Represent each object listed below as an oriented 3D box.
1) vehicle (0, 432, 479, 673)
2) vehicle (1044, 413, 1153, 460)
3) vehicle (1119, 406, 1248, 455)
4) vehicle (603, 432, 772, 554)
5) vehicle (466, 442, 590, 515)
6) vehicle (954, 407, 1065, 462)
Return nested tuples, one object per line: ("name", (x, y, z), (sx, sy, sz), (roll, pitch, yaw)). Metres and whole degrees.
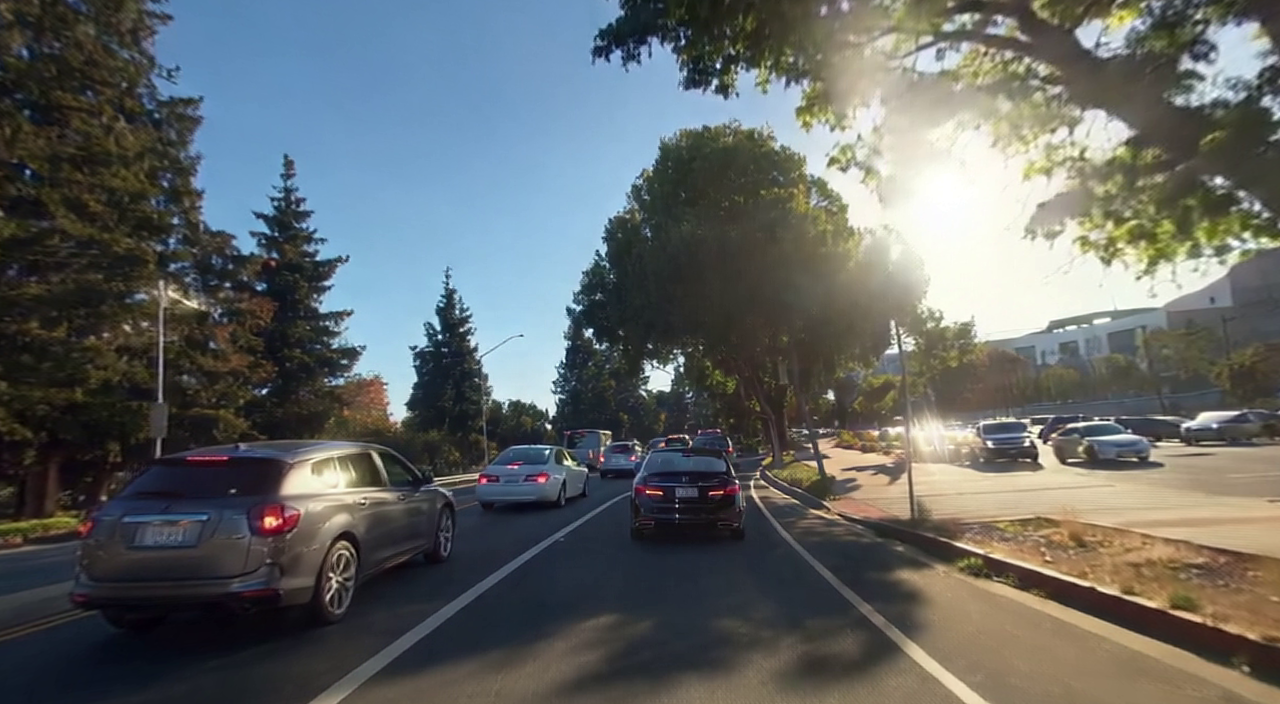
("vehicle", (-3.232, 1.601, 6.207), (1.940, 1.502, 4.241), (-1, -9, 3))
("vehicle", (17.760, 3.313, 24.632), (1.803, 1.518, 3.893), (-7, -9, 11))
("vehicle", (20.421, 3.001, 23.925), (1.902, 1.529, 3.937), (-7, -9, 13))
("vehicle", (0.745, 2.108, 10.139), (2.142, 1.528, 4.133), (-1, -9, 4))
("vehicle", (-2.530, 2.979, 15.361), (1.870, 1.490, 4.187), (-1, -9, 6))
("vehicle", (14.426, 3.314, 24.969), (2.288, 1.933, 4.612), (-2, -9, 11))
